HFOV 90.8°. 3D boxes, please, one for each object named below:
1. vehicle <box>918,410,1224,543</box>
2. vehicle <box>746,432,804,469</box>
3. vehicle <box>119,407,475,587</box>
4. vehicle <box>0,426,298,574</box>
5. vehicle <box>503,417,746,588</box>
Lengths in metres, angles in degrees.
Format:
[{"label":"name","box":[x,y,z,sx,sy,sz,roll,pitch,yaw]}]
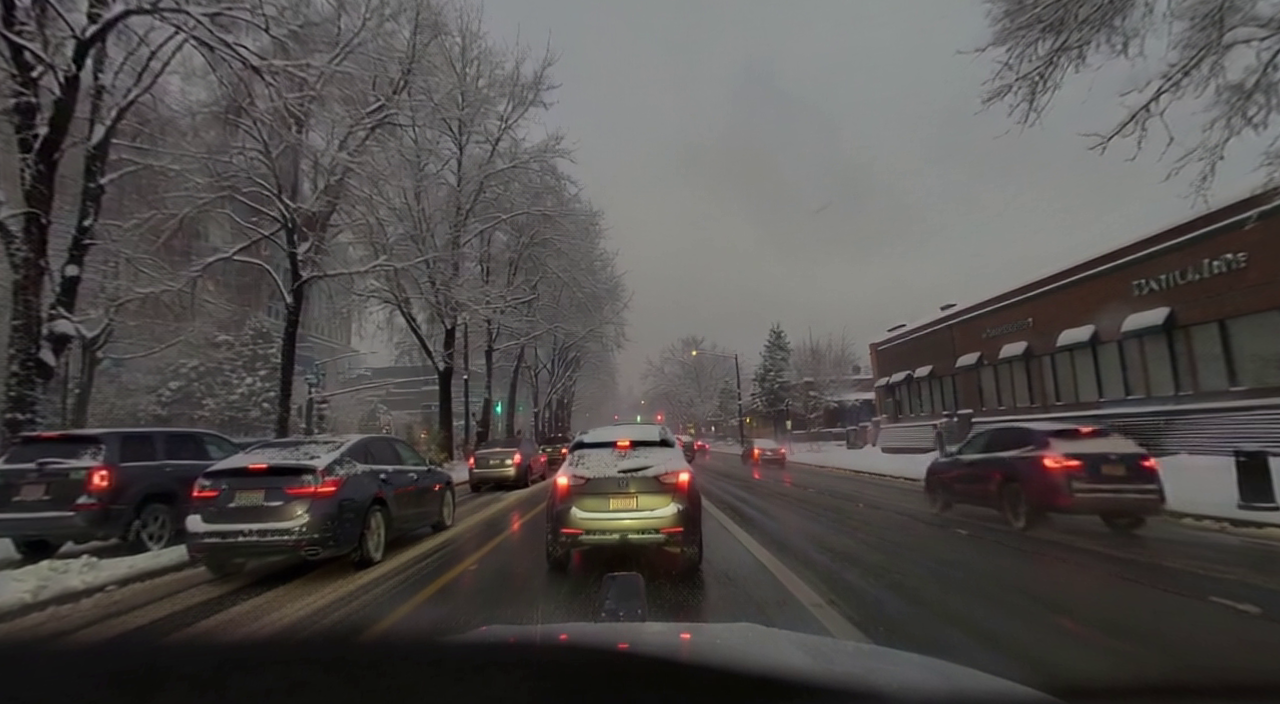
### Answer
[{"label":"vehicle","box":[6.267,1.845,9.925,1.895,1.633,4.030,0,-9,0]},{"label":"vehicle","box":[6.672,4.928,31.696,1.889,1.681,4.120,0,-9,-1]},{"label":"vehicle","box":[-3.705,1.644,8.001,2.009,1.619,4.376,0,-8,1]},{"label":"vehicle","box":[-6.980,1.861,8.790,1.860,1.491,4.586,0,-8,0]},{"label":"vehicle","box":[-0.175,1.654,7.789,2.161,1.501,4.184,0,-8,-1]}]
